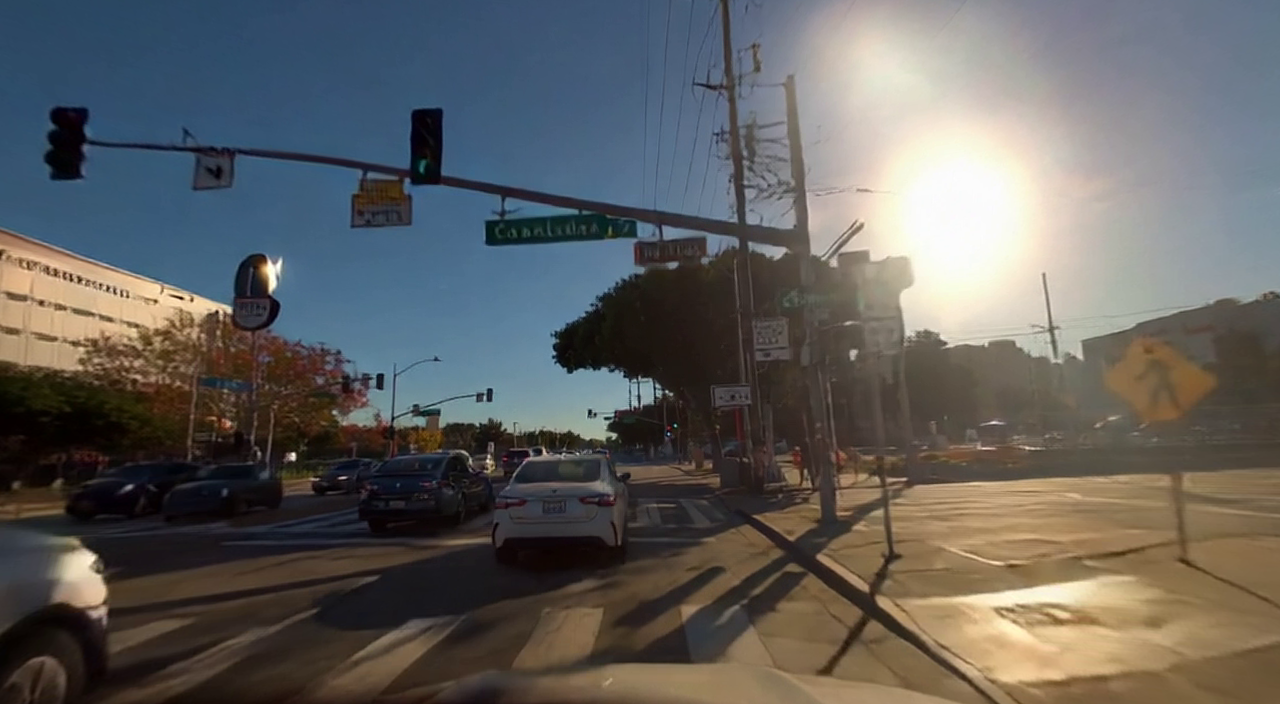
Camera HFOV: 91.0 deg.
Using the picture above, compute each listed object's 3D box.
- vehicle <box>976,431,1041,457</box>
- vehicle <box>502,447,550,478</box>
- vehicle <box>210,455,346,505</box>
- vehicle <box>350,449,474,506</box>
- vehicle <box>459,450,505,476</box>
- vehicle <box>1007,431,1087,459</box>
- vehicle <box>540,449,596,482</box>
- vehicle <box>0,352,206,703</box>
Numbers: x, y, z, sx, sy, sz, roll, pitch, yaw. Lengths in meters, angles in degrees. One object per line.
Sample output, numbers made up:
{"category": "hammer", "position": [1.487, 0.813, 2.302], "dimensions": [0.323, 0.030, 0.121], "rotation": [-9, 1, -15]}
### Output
{"category": "vehicle", "position": [24.652, 6.213, 42.253], "dimensions": [1.690, 1.559, 3.521], "rotation": [5, -10, -14]}
{"category": "vehicle", "position": [-6.669, 6.495, 37.207], "dimensions": [2.012, 1.664, 3.917], "rotation": [0, -9, 1]}
{"category": "vehicle", "position": [-12.516, 4.418, 22.171], "dimensions": [1.973, 1.496, 4.448], "rotation": [0, -9, 3]}
{"category": "vehicle", "position": [-6.593, 3.663, 18.851], "dimensions": [1.960, 1.479, 4.654], "rotation": [0, -9, 0]}
{"category": "vehicle", "position": [-11.409, 8.001, 45.766], "dimensions": [1.985, 1.756, 4.665], "rotation": [0, -9, 2]}
{"category": "vehicle", "position": [27.461, 6.353, 42.672], "dimensions": [2.083, 1.668, 4.638], "rotation": [-1, -10, -3]}
{"category": "vehicle", "position": [-3.431, 5.538, 30.951], "dimensions": [2.147, 1.472, 4.406], "rotation": [0, -9, 1]}
{"category": "vehicle", "position": [-3.358, 0.647, 1.039], "dimensions": [2.042, 1.673, 4.516], "rotation": [0, -9, 0]}
